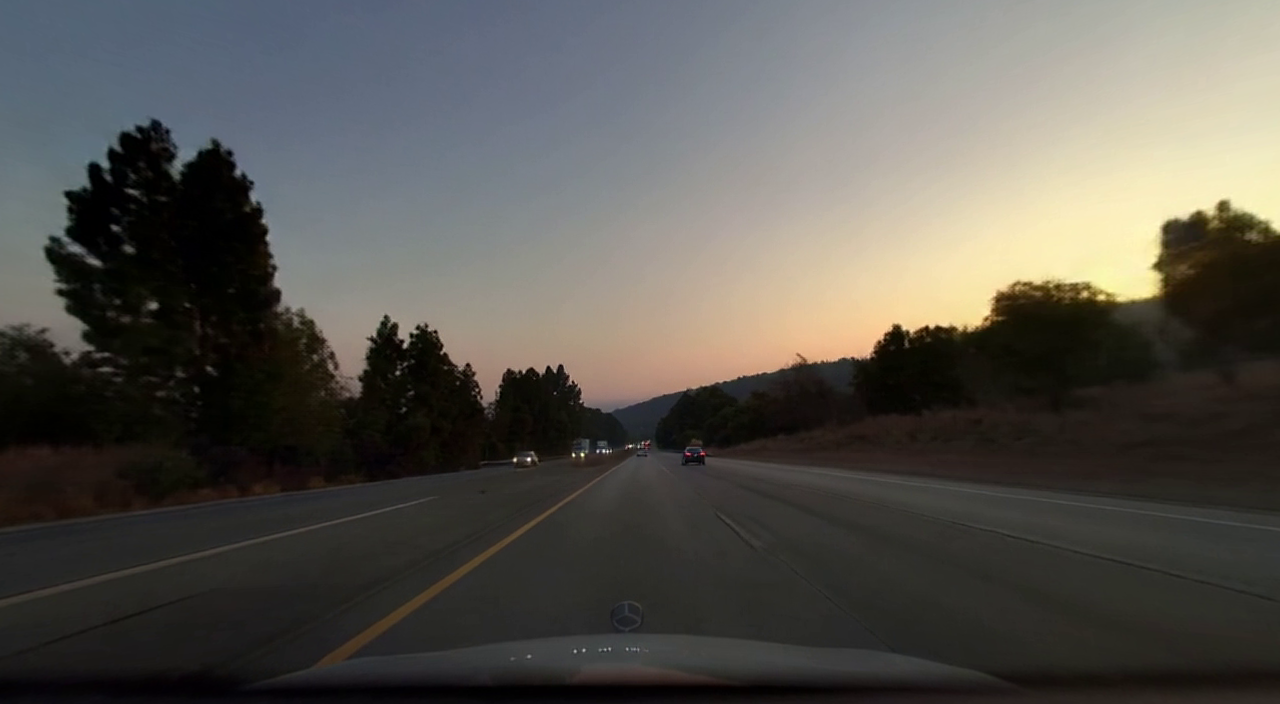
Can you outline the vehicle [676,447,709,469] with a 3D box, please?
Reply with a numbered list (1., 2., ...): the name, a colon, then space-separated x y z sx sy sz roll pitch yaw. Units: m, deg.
1. vehicle: 3.848 7.857 46.975 2.013 1.584 3.995 0 -9 -1
